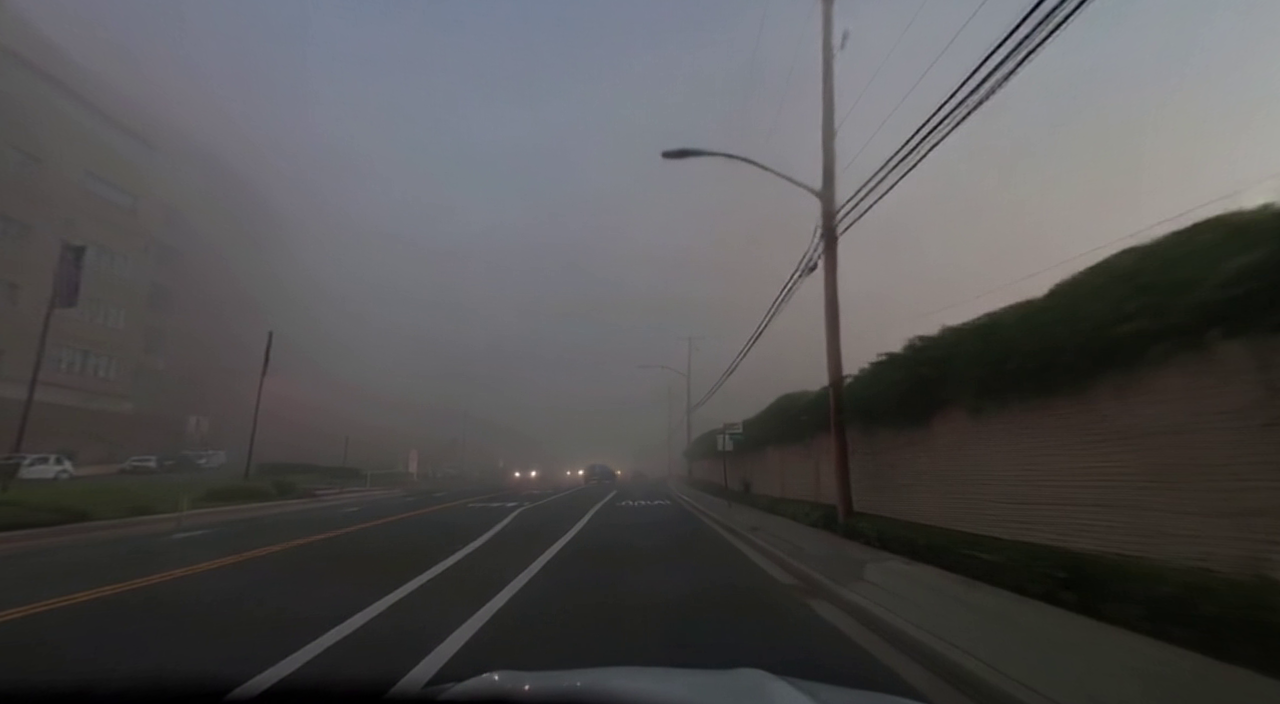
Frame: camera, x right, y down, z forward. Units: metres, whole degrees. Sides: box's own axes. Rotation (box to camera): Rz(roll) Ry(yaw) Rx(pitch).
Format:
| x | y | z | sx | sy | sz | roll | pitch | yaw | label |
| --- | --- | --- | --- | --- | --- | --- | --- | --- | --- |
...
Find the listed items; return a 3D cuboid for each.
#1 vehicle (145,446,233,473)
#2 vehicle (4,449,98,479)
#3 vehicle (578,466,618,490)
| x | y | z | sx | sy | sz | roll | pitch | yaw | label |
| --- | --- | --- | --- | --- | --- | --- | --- | --- | --- |
| -35.612 | 8.561 | 49.834 | 2.033 | 1.959 | 5.294 | -3 | -11 | 19 | vehicle |
| -31.028 | 5.896 | 33.092 | 3.795 | 1.474 | 1.828 | -3 | -11 | 18 | vehicle |
| -3.052 | 9.312 | 46.621 | 2.067 | 1.629 | 3.858 | -2 | -11 | 11 | vehicle |
